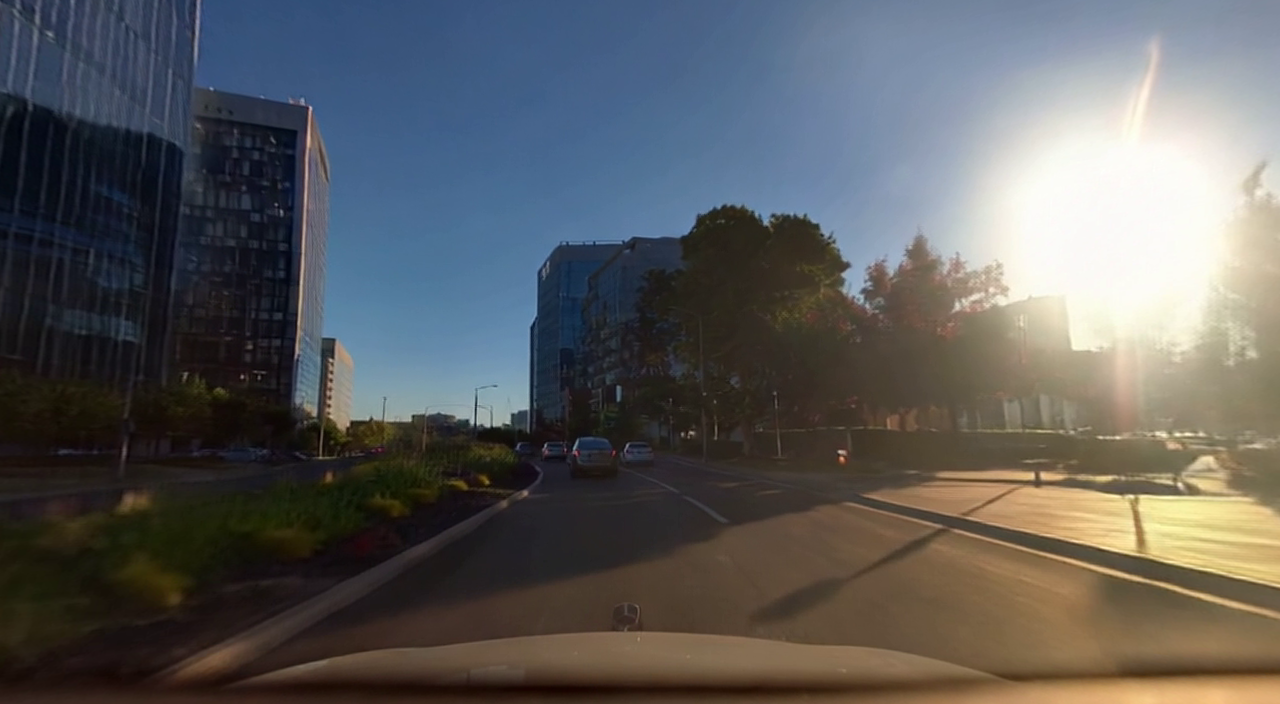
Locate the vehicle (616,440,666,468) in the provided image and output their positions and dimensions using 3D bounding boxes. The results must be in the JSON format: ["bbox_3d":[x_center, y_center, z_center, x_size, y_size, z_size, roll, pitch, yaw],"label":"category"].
[{"bbox_3d":[-0.016,5.924,36.574,2.116,1.506,4.355,2,-9,-10],"label":"vehicle"}]

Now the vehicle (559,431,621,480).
[{"bbox_3d":[-2.090,4.096,25.116,2.173,1.761,4.374,1,-9,-8],"label":"vehicle"}]
